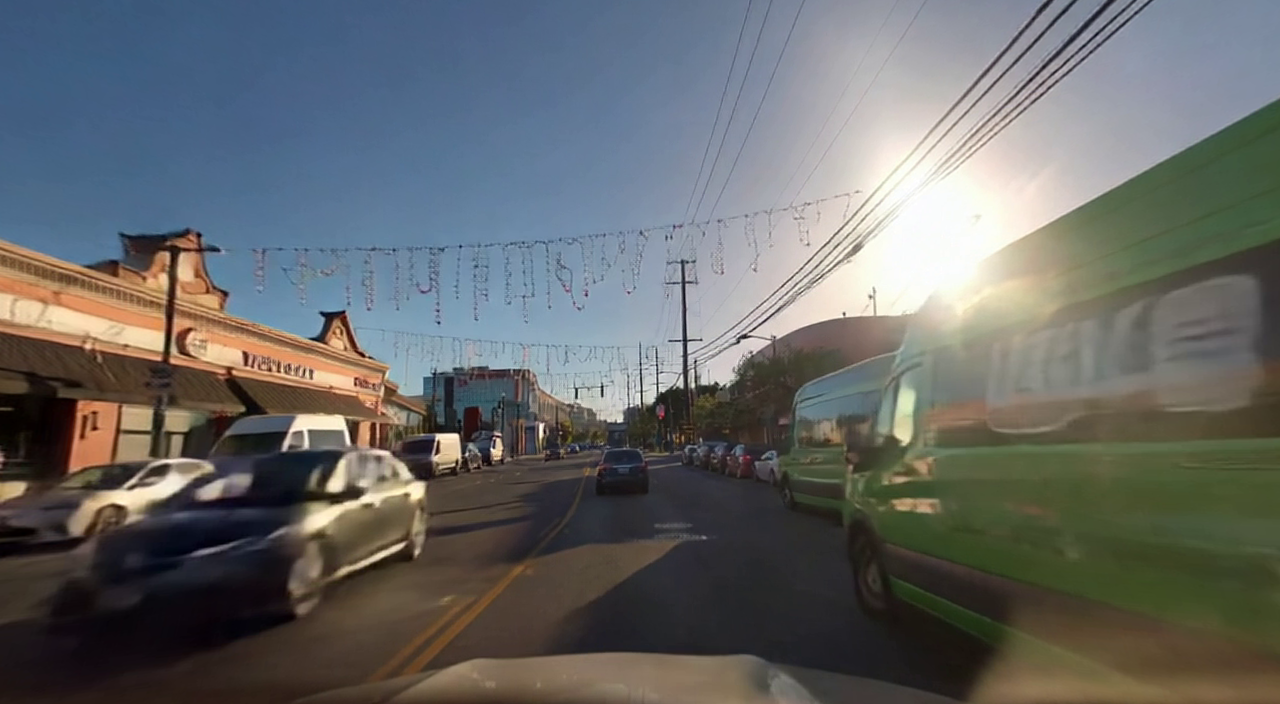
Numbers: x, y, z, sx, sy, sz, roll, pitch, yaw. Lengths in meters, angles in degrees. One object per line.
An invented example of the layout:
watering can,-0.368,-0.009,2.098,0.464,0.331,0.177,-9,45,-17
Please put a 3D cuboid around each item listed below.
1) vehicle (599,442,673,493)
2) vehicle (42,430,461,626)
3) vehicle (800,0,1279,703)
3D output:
vehicle,-0.170,3.668,20.445,2.112,1.464,4.411,0,-8,-1
vehicle,-3.625,1.688,7.133,1.974,1.484,4.400,0,-9,-1
vehicle,2.937,0.284,2.763,2.419,2.927,6.907,0,-8,-2
